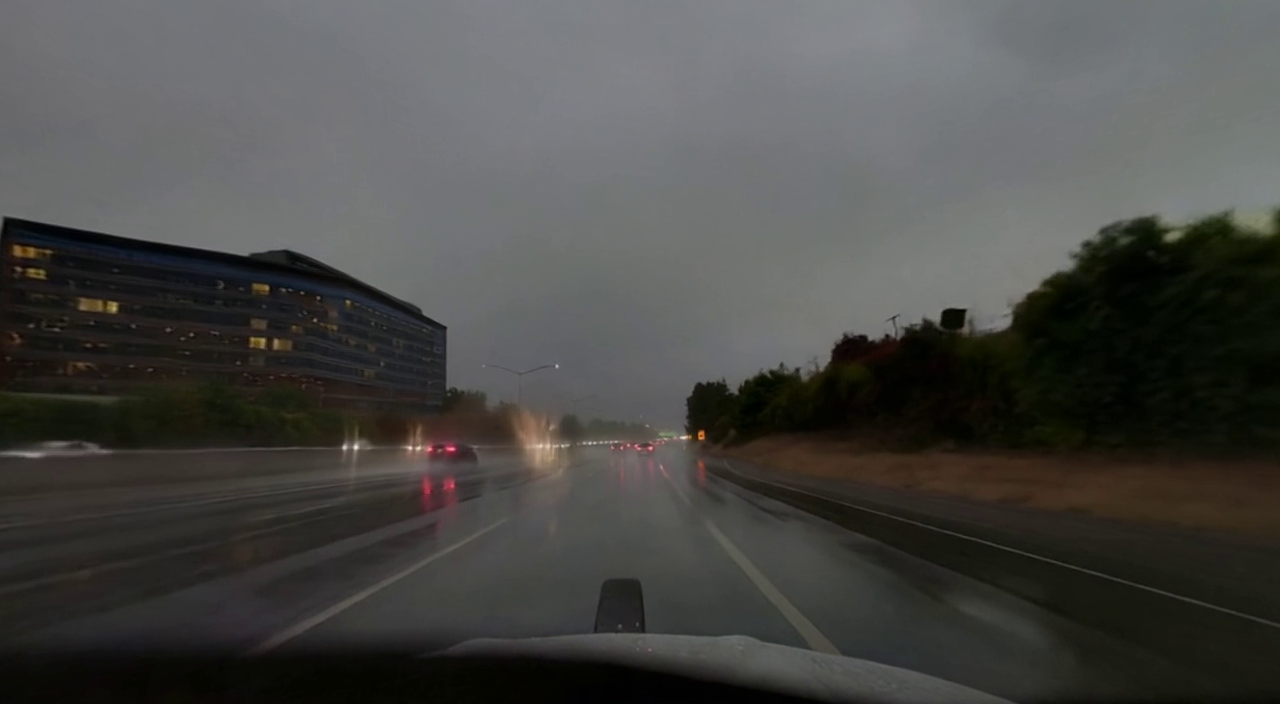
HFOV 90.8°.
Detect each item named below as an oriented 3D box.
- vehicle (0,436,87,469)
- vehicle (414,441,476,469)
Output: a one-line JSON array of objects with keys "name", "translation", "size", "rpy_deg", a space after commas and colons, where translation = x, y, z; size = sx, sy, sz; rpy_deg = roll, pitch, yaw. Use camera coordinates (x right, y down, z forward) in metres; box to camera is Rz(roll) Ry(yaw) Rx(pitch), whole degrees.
[{"name": "vehicle", "translation": [-30.908, 5.064, 31.986], "size": [1.799, 1.549, 4.250], "rpy_deg": [0, -8, 2]}, {"name": "vehicle", "translation": [-10.669, 5.645, 34.948], "size": [1.914, 1.440, 4.467], "rpy_deg": [0, -8, 1]}]
